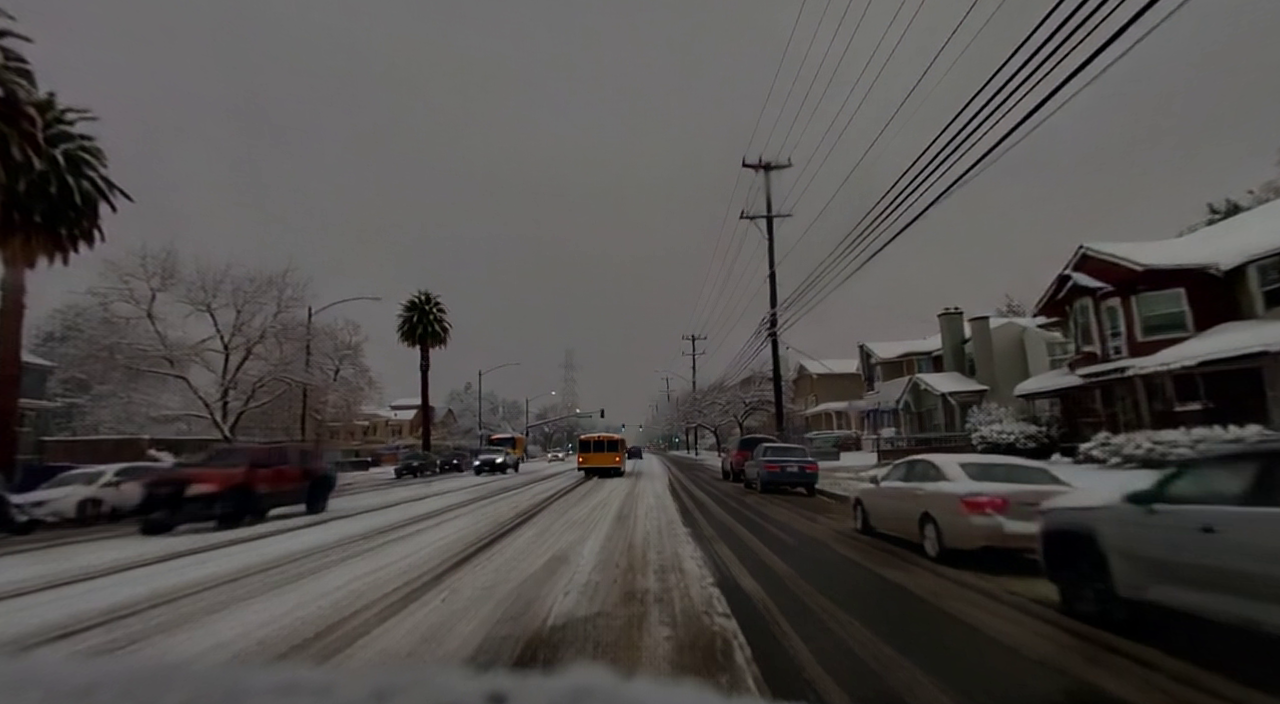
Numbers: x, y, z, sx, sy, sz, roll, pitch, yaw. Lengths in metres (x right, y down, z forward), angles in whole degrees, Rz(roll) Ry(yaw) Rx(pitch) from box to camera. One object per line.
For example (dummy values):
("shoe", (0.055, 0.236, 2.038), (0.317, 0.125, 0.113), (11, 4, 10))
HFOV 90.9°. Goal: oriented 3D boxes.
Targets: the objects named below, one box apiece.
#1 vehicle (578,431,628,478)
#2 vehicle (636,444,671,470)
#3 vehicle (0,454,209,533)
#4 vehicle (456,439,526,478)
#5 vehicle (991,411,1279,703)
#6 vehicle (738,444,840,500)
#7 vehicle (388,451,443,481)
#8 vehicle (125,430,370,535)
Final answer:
("vehicle", (-1.679, 4.834, 29.912), (2.168, 2.040, 4.527), (0, -9, -2))
("vehicle", (0.890, 6.555, 39.414), (2.063, 1.495, 3.849), (0, -9, 2))
("vehicle", (-14.178, 3.678, 16.988), (2.041, 1.643, 4.665), (-5, -9, -3))
("vehicle", (-8.532, 6.158, 36.694), (2.653, 1.964, 5.699), (-3, -9, 0))
("vehicle", (4.144, 1.116, 3.458), (1.946, 1.530, 4.240), (0, -9, 0))
("vehicle", (4.304, 3.534, 19.029), (1.838, 1.458, 4.750), (0, -9, -1))
("vehicle", (-15.255, 7.739, 43.044), (1.993, 1.639, 5.065), (-5, -8, -2))
("vehicle", (-7.887, 2.650, 13.448), (2.096, 1.798, 4.831), (0, -9, 0))
